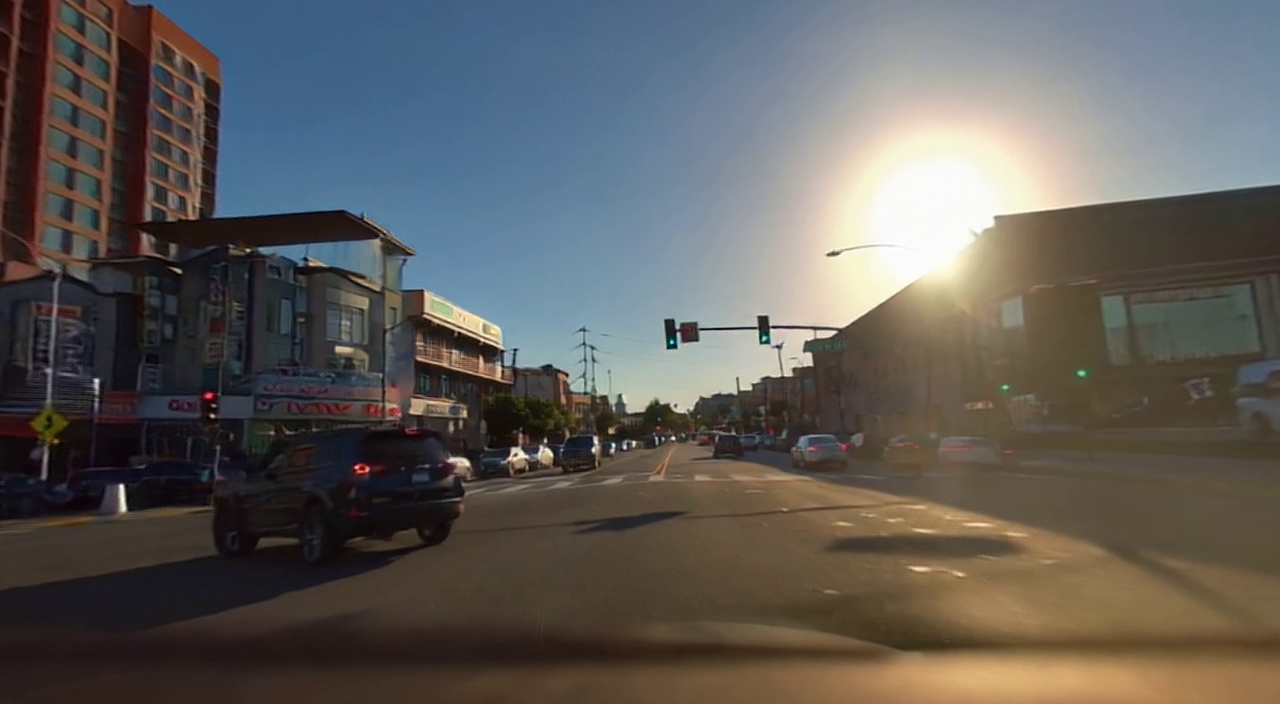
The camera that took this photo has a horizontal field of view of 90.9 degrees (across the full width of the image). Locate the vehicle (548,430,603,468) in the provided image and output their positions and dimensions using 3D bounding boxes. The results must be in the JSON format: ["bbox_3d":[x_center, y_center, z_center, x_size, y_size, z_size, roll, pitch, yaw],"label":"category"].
[{"bbox_3d":[-3.685,5.722,37.299,2.428,2.035,5.636,-1,-8,3],"label":"vehicle"}]

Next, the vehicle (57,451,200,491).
[{"bbox_3d":[-22.473,5.256,27.841,4.511,1.670,2.082,-1,-11,3],"label":"vehicle"}]

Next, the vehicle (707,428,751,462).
[{"bbox_3d":[5.426,5.760,39.135,2.115,1.932,5.189,-1,-8,2],"label":"vehicle"}]

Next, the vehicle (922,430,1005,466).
[{"bbox_3d":[15.546,4.670,30.625,1.746,1.446,4.475,-5,-9,2],"label":"vehicle"}]

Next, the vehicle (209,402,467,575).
[{"bbox_3d":[-4.671,1.847,9.371,2.157,1.863,4.665,7,-11,-41],"label":"vehicle"}]

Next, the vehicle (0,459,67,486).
[{"bbox_3d":[-41.124,8.010,41.998,4.099,1.674,1.908,-1,-8,3],"label":"vehicle"}]

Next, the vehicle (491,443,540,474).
[{"bbox_3d":[-6.907,5.909,35.326,1.760,1.491,3.722,1,-7,3],"label":"vehicle"}]

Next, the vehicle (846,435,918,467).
[{"bbox_3d":[11.570,4.755,30.508,1.863,1.426,4.494,-1,-8,2],"label":"vehicle"}]
